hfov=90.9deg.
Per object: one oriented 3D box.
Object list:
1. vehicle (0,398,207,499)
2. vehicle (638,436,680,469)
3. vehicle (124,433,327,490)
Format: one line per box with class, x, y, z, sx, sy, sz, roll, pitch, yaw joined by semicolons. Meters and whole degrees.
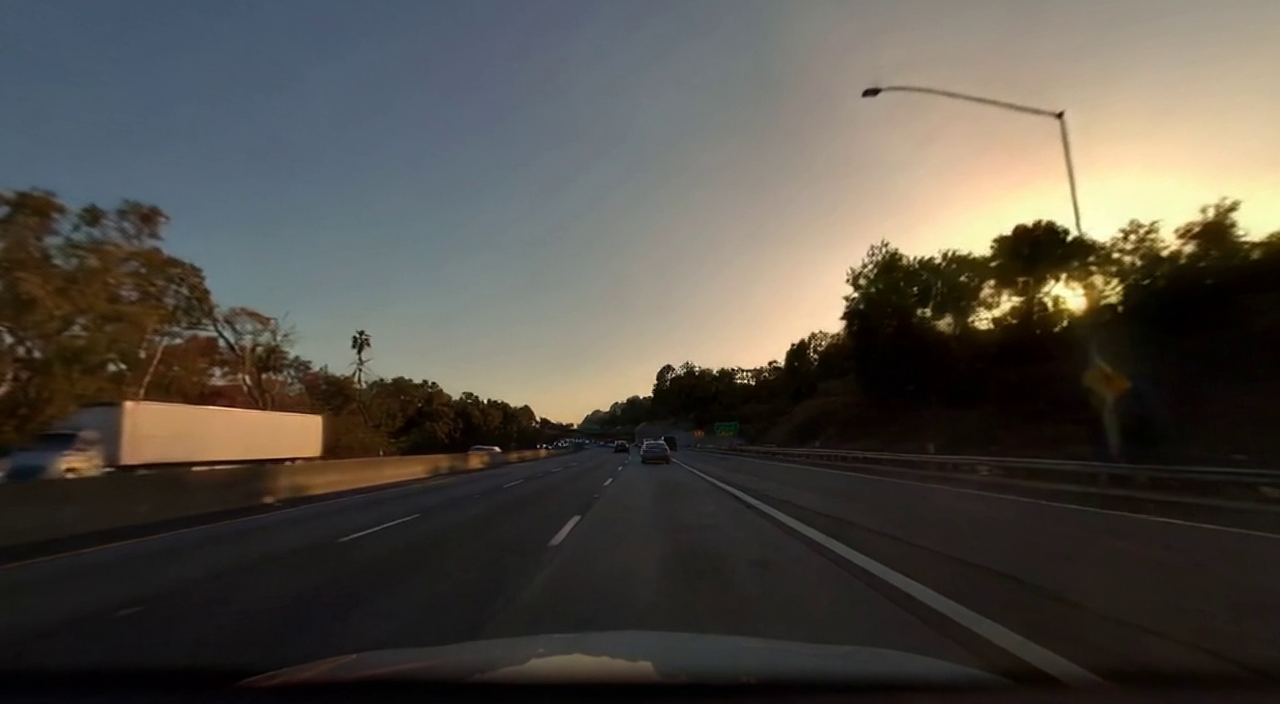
vehicle;-25.071;4.488;29.630;3.029;4.038;8.668;0;-8;1
vehicle;1.018;5.768;36.370;2.260;1.766;4.348;0;-8;0
vehicle;-24.957;6.700;39.770;2.832;2.907;14.577;0;-8;1
